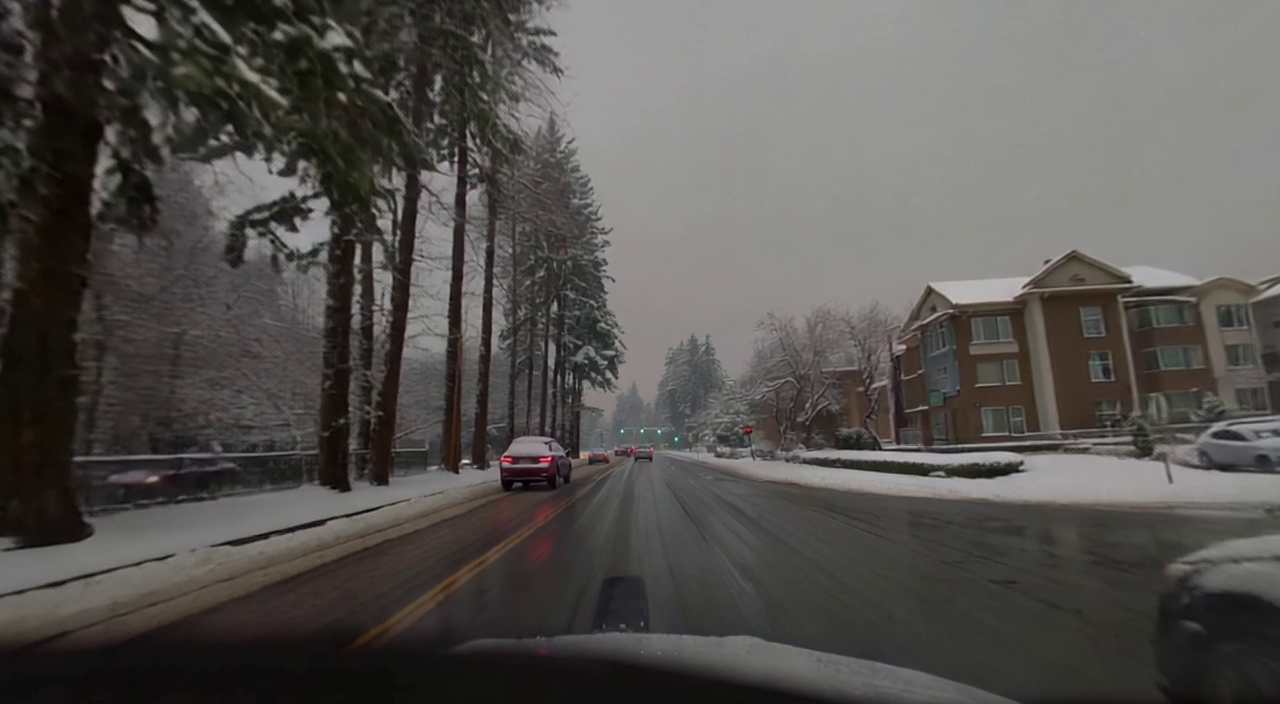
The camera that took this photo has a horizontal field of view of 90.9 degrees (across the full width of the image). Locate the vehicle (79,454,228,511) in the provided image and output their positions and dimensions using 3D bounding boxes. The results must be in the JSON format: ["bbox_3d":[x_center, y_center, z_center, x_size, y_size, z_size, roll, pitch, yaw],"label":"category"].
[{"bbox_3d":[-17.431,4.643,22.919,1.899,1.790,4.340,0,-8,0],"label":"vehicle"}]

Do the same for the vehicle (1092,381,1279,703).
[{"bbox_3d":[3.188,0.676,0.881,1.945,1.530,4.320,0,-8,1],"label":"vehicle"}]

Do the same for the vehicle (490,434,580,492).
[{"bbox_3d":[-3.611,3.940,22.777,2.216,1.828,4.886,0,-8,2],"label":"vehicle"}]

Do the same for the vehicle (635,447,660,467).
[{"bbox_3d":[0.625,8.298,49.961,1.940,1.501,4.133,0,-8,1],"label":"vehicle"}]
